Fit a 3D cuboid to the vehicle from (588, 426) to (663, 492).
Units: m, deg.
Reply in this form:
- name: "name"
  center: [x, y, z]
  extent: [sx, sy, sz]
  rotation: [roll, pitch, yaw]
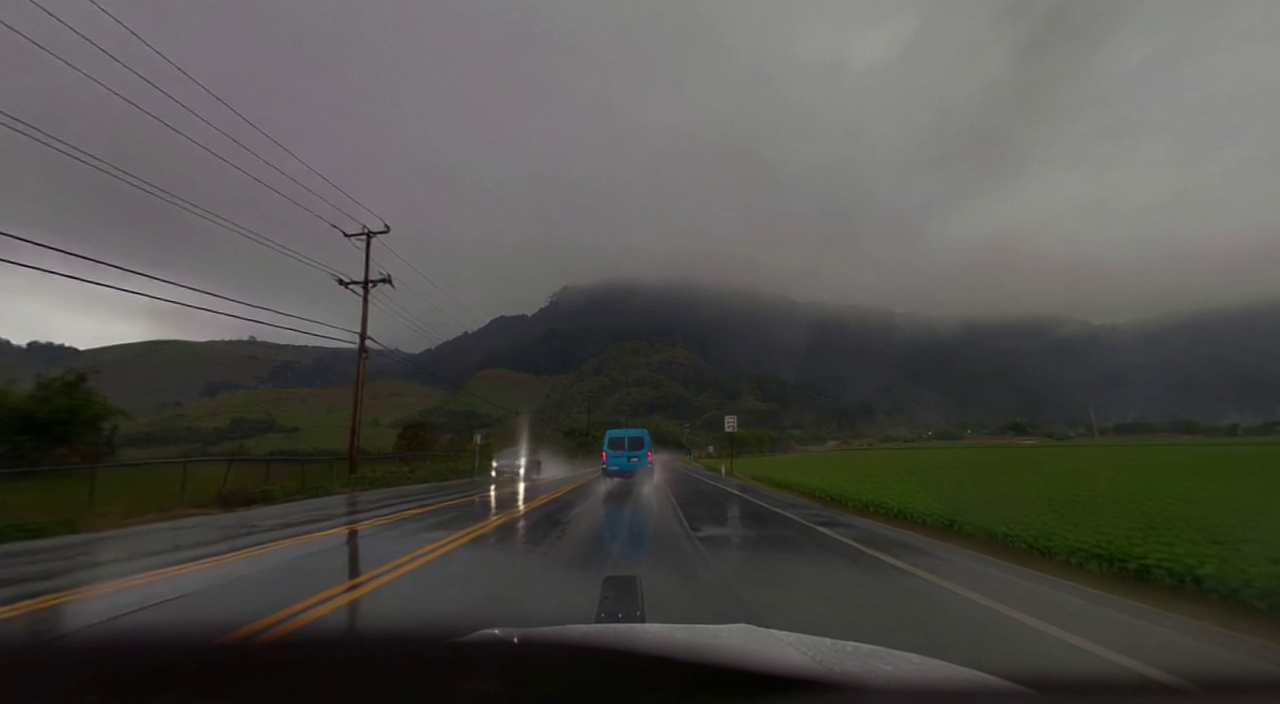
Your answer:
- name: "vehicle"
  center: [-0.442, 3.834, 22.948]
  extent: [2.454, 2.144, 4.535]
  rotation: [0, -8, 1]

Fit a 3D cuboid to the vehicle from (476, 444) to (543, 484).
- name: "vehicle"
  center: [-6.453, 5.554, 31.630]
  extent: [2.120, 1.804, 4.392]
  rotation: [-1, -8, 5]
